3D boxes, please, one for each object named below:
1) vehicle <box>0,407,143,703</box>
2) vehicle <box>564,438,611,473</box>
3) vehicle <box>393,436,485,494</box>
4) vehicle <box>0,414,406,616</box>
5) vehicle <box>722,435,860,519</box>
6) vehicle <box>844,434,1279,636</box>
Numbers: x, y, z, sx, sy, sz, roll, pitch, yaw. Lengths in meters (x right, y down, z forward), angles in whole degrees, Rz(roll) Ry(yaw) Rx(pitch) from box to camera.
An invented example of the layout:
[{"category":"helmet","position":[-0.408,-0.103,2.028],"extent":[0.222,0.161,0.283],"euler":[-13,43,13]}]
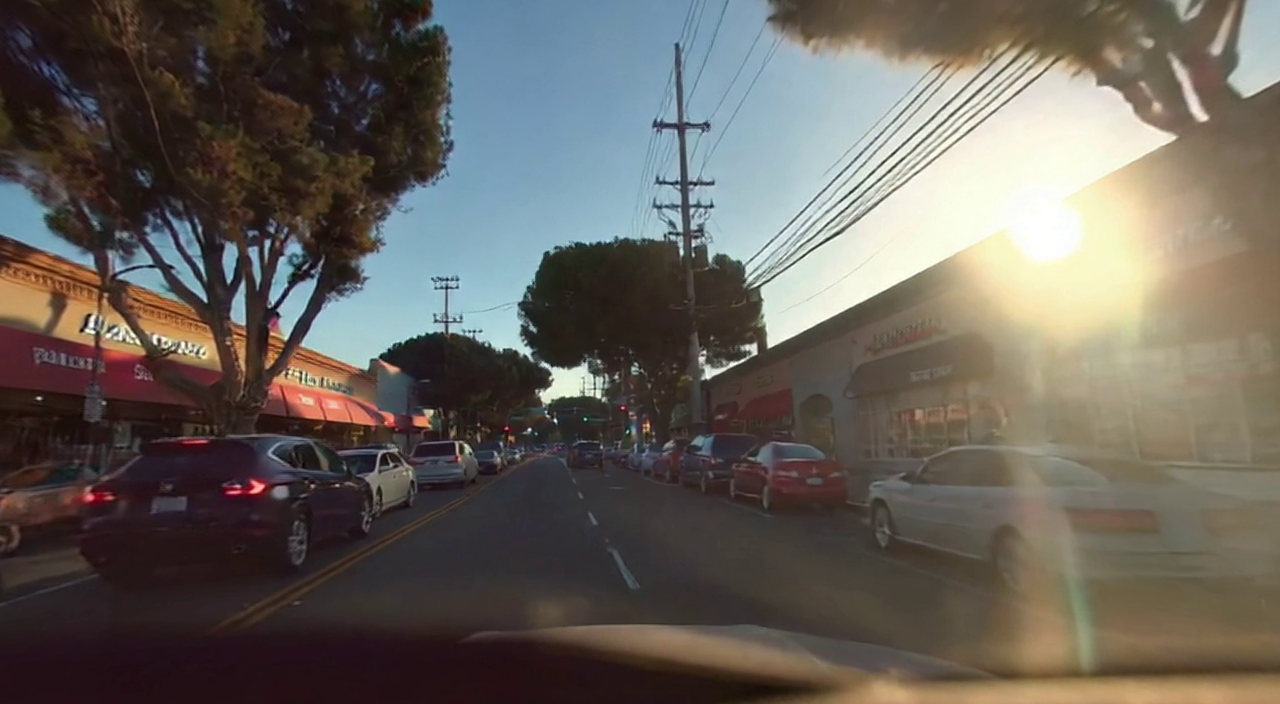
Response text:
[{"category":"vehicle","position":[-4.125,0.906,1.796],"extent":[2.087,1.646,4.563],"euler":[1,-8,-7]},{"category":"vehicle","position":[-3.155,6.050,37.246],"extent":[2.440,1.882,4.611],"euler":[1,-9,-8]},{"category":"vehicle","position":[-7.119,4.027,22.971],"extent":[2.341,1.825,4.924],"euler":[1,-8,-8]},{"category":"vehicle","position":[-4.925,1.852,8.391],"extent":[2.343,1.788,5.038],"euler":[1,-9,-8]},{"category":"vehicle","position":[3.428,2.898,15.231],"extent":[1.882,1.704,4.055],"euler":[1,-9,-7]},{"category":"vehicle","position":[4.428,1.794,7.434],"extent":[2.059,1.550,4.703],"euler":[1,-8,-6]}]
